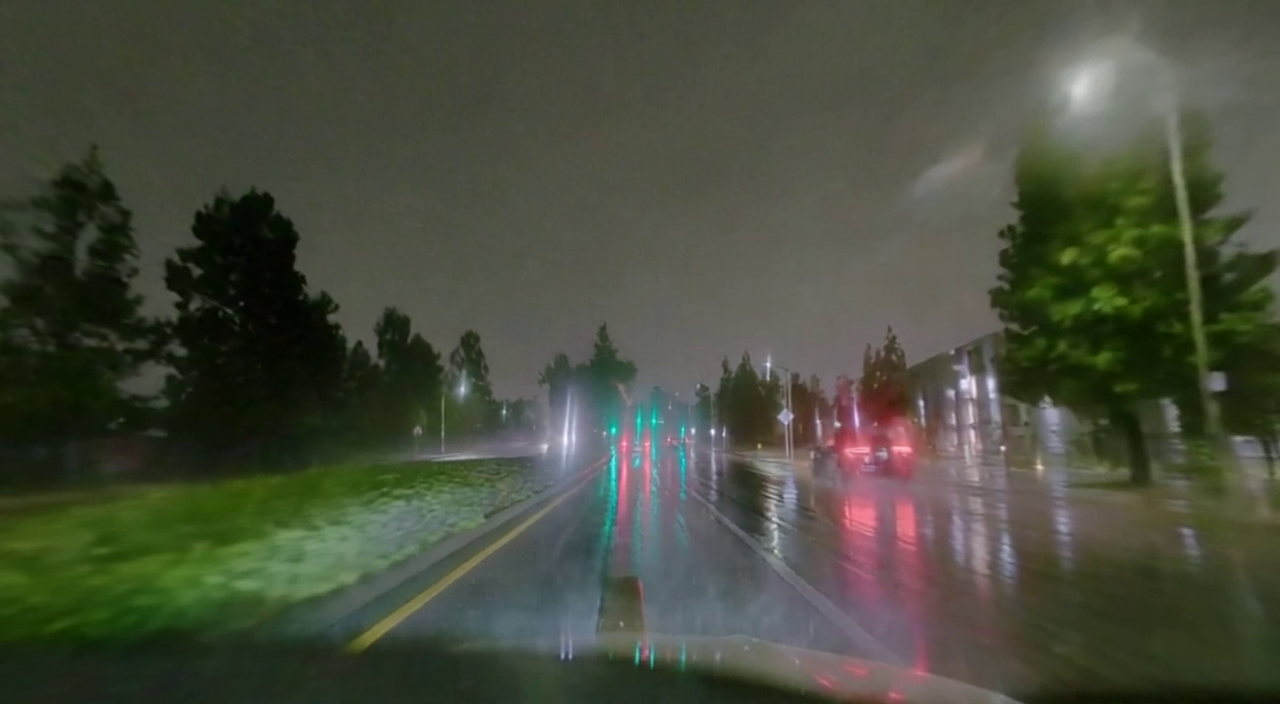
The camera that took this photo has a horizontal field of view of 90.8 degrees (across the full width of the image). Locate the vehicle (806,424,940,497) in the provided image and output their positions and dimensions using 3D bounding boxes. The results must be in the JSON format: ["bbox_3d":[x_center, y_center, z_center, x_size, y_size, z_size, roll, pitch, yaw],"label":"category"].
[{"bbox_3d":[6.501,3.087,18.285,2.026,1.804,4.565,0,-8,-1],"label":"vehicle"}]

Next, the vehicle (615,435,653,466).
[{"bbox_3d":[-0.321,6.026,38.779,2.193,1.794,4.457,0,-8,0],"label":"vehicle"}]
